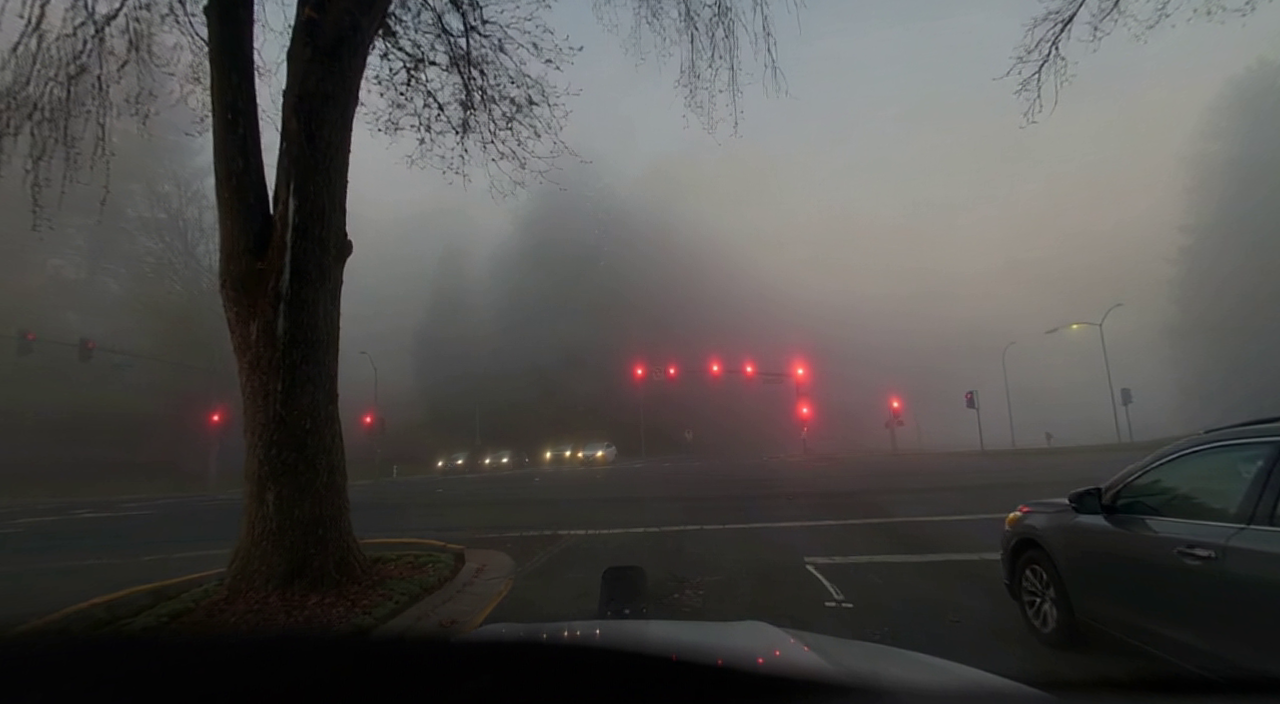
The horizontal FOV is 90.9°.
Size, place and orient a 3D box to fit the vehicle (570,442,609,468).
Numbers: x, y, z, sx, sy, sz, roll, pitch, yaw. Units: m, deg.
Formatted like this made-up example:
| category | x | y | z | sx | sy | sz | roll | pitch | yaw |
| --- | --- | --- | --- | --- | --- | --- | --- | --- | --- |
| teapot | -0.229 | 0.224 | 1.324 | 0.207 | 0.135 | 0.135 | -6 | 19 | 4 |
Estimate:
| category | x | y | z | sx | sy | sz | roll | pitch | yaw |
| --- | --- | --- | --- | --- | --- | --- | --- | --- | --- |
| vehicle | -3.553 | 7.329 | 45.114 | 2.215 | 1.732 | 4.684 | -1 | -9 | 3 |

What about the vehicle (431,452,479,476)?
| category | x | y | z | sx | sy | sz | roll | pitch | yaw |
| --- | --- | --- | --- | --- | --- | --- | --- | --- | --- |
| vehicle | -13.389 | 8.132 | 45.992 | 2.101 | 1.637 | 4.304 | 0 | -9 | 1 |

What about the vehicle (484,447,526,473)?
| category | x | y | z | sx | sy | sz | roll | pitch | yaw |
| --- | --- | --- | --- | --- | --- | --- | --- | --- | --- |
| vehicle | -9.775 | 7.838 | 45.951 | 2.064 | 1.725 | 4.243 | 0 | -9 | 1 |

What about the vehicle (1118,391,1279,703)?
| category | x | y | z | sx | sy | sz | roll | pitch | yaw |
| --- | --- | --- | --- | --- | --- | --- | --- | --- | --- |
| vehicle | 3.062 | 0.618 | 0.427 | 1.978 | 1.468 | 4.544 | 0 | -9 | 1 |

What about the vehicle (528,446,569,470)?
| category | x | y | z | sx | sy | sz | roll | pitch | yaw |
| --- | --- | --- | --- | --- | --- | --- | --- | --- | --- |
| vehicle | -6.543 | 7.604 | 45.495 | 2.126 | 1.657 | 4.307 | 0 | -9 | 2 |
